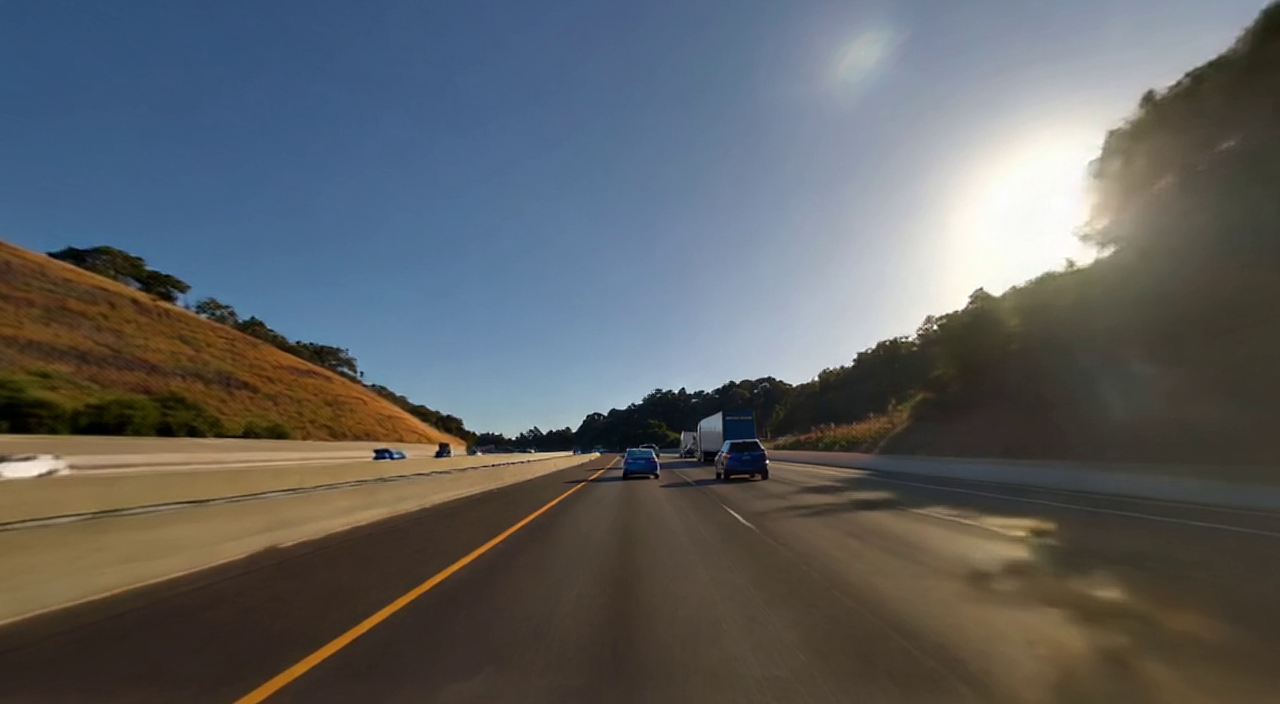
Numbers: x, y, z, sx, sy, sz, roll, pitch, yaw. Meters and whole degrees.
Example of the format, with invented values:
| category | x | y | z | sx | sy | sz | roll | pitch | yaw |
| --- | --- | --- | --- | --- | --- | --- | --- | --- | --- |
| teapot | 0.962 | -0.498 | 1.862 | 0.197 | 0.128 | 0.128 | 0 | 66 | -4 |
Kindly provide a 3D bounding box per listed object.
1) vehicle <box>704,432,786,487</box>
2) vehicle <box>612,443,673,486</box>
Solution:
| category | x | y | z | sx | sy | sz | roll | pitch | yaw |
| --- | --- | --- | --- | --- | --- | --- | --- | --- | --- |
| vehicle | 3.736 | 3.931 | 23.363 | 2.098 | 1.794 | 4.561 | 0 | -9 | -2 |
| vehicle | 0.056 | 4.188 | 23.776 | 2.083 | 1.477 | 3.965 | 0 | -9 | -1 |
